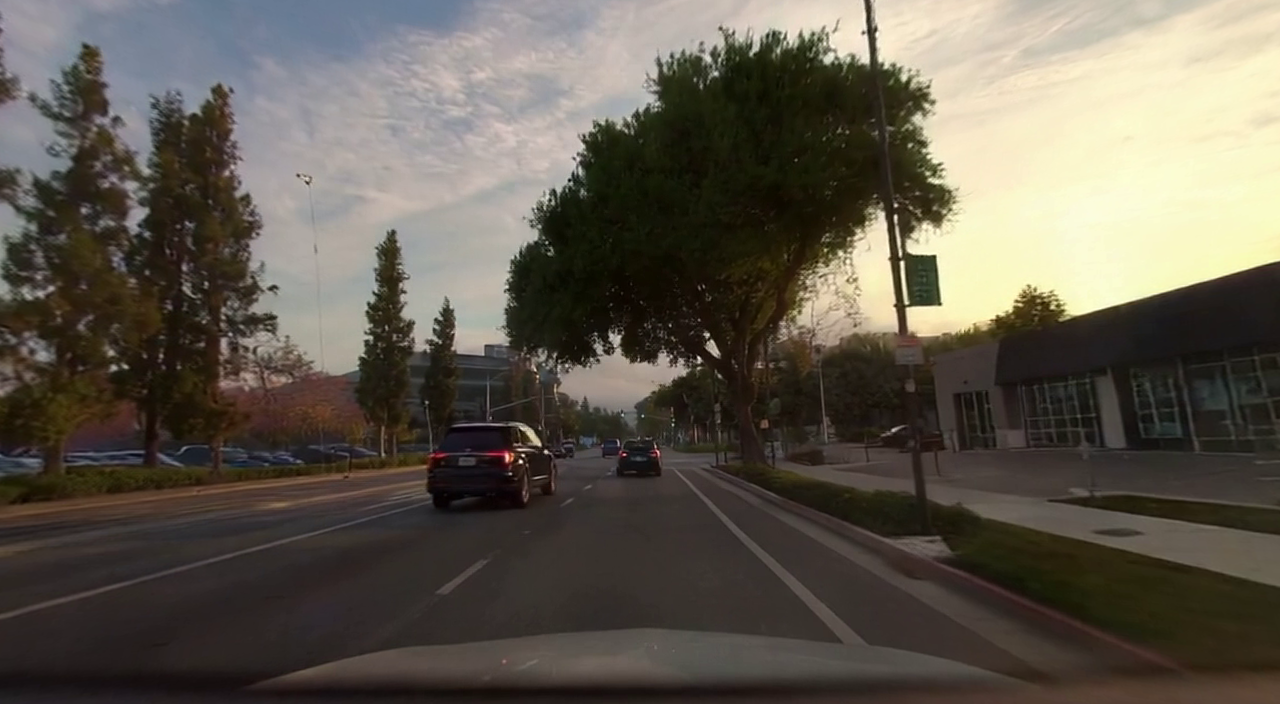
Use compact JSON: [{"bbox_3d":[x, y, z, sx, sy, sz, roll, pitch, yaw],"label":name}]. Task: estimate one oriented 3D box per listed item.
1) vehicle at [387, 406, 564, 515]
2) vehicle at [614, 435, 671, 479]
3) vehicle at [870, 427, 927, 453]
[{"bbox_3d":[-3.372,2.399,14.411,2.358,1.990,5.447,0,-8,2],"label":"vehicle"},{"bbox_3d":[0.145,4.184,25.417,2.108,1.612,4.246,0,-8,1],"label":"vehicle"},{"bbox_3d":[17.524,6.000,42.919,1.856,1.491,4.209,-5,-8,-3],"label":"vehicle"}]
